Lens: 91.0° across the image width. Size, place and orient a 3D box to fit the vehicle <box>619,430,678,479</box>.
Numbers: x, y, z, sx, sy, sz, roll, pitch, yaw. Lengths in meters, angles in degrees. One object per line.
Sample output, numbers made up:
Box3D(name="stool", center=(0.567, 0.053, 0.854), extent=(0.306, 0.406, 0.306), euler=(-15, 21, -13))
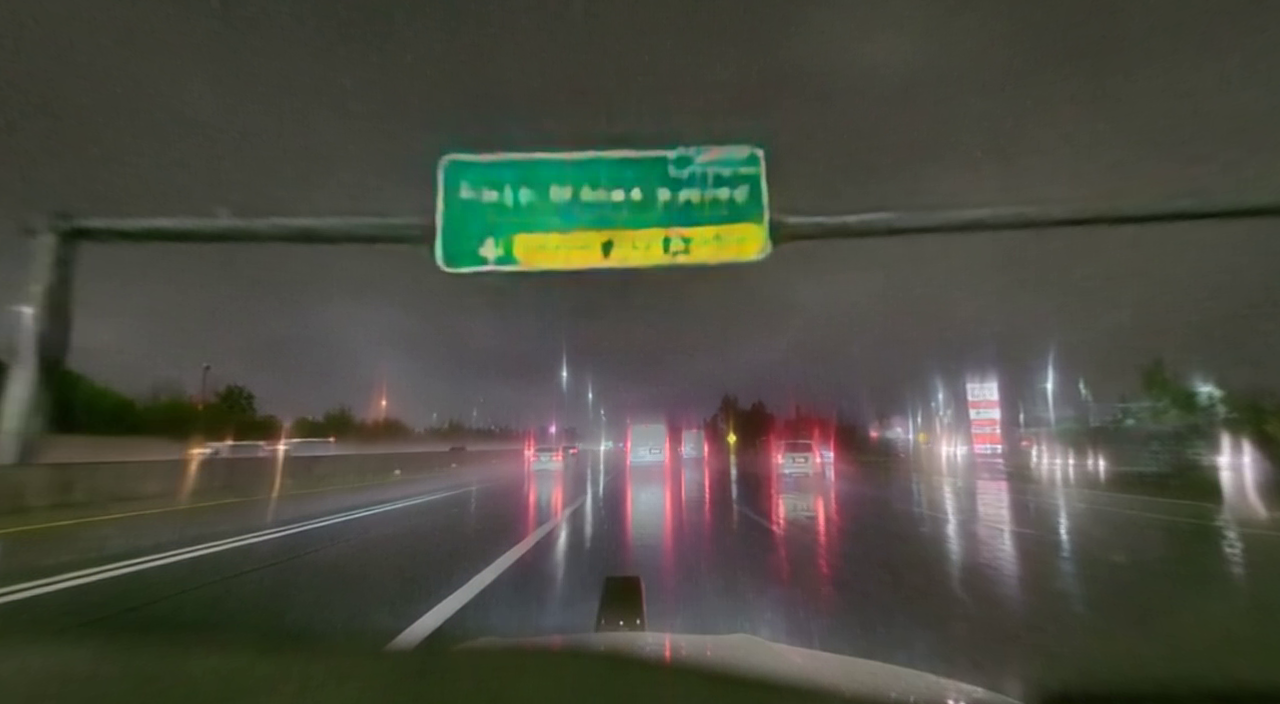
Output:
Box3D(name="vehicle", center=(0.378, 4.716, 29.200), extent=(2.509, 2.062, 4.639), euler=(0, -9, 1))

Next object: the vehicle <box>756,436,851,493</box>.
Box3D(name="vehicle", center=(5.385, 3.748, 21.376), extent=(2.146, 1.678, 4.489), euler=(0, -9, 2))

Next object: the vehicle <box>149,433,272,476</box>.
Box3D(name="vehicle", center=(-33.388, 8.037, 49.648), extent=(2.918, 3.000, 9.282), euler=(0, -8, 2))

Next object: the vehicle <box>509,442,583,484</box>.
Box3D(name="vehicle", center=(-3.687, 4.474, 25.726), extent=(2.173, 1.542, 4.781), euler=(0, -9, 2))

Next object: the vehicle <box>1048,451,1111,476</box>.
Box3D(name="vehicle", center=(32.709, 8.286, 46.998), extent=(2.039, 1.718, 4.674), euler=(-1, -9, 11))
